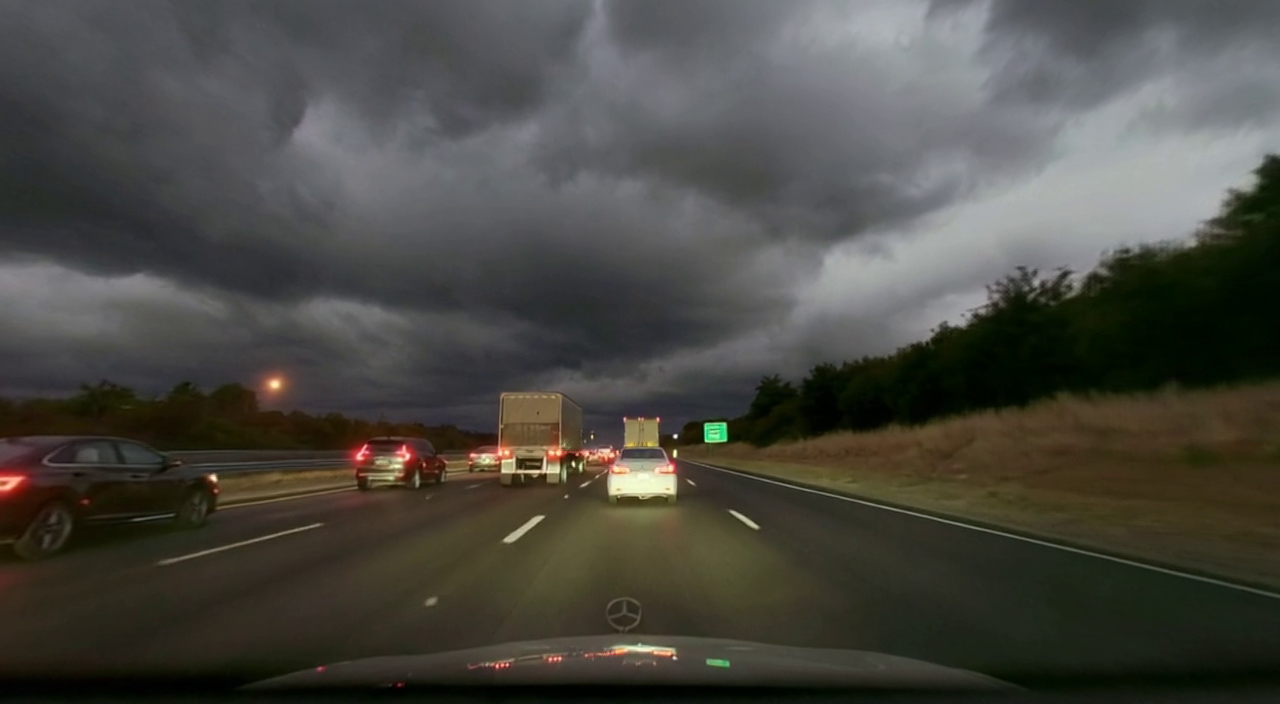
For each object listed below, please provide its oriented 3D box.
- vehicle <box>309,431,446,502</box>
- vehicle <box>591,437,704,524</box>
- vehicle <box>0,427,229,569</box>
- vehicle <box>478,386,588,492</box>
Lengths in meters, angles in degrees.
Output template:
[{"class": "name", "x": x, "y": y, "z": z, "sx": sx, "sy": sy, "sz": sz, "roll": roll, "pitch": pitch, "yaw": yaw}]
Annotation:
[{"class": "vehicle", "x": -7.289, "y": 3.215, "z": 18.090, "sx": 1.952, "sy": 1.746, "sz": 4.332, "roll": -1, "pitch": -9, "yaw": 1}, {"class": "vehicle", "x": 0.092, "y": 2.546, "z": 12.951, "sx": 1.995, "sy": 1.495, "sz": 3.380, "roll": 0, "pitch": -9, "yaw": -1}, {"class": "vehicle", "x": -7.880, "y": 1.800, "z": 8.221, "sx": 1.879, "sy": 1.521, "sz": 4.623, "roll": -1, "pitch": -9, "yaw": 1}, {"class": "vehicle", "x": -3.729, "y": 3.321, "z": 23.884, "sx": 2.812, "sy": 3.342, "sz": 7.248, "roll": -1, "pitch": -9, "yaw": 1}]
